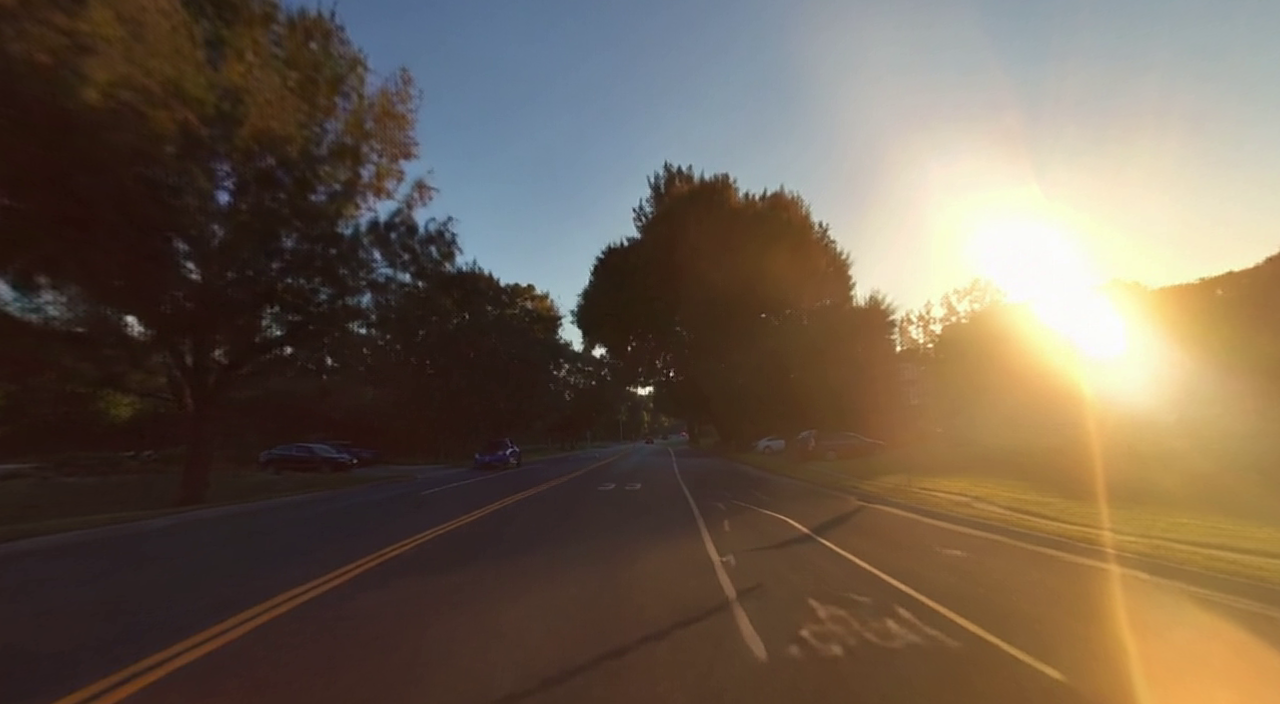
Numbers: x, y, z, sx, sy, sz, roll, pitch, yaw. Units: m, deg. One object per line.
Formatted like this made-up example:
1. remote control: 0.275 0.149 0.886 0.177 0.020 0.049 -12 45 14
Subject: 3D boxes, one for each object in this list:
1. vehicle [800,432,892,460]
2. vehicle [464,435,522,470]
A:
1. vehicle: 11.254 5.182 34.686 4.460 1.456 1.804 -1 -8 3
2. vehicle: -8.277 5.674 35.803 2.142 1.723 4.275 -3 -8 2
